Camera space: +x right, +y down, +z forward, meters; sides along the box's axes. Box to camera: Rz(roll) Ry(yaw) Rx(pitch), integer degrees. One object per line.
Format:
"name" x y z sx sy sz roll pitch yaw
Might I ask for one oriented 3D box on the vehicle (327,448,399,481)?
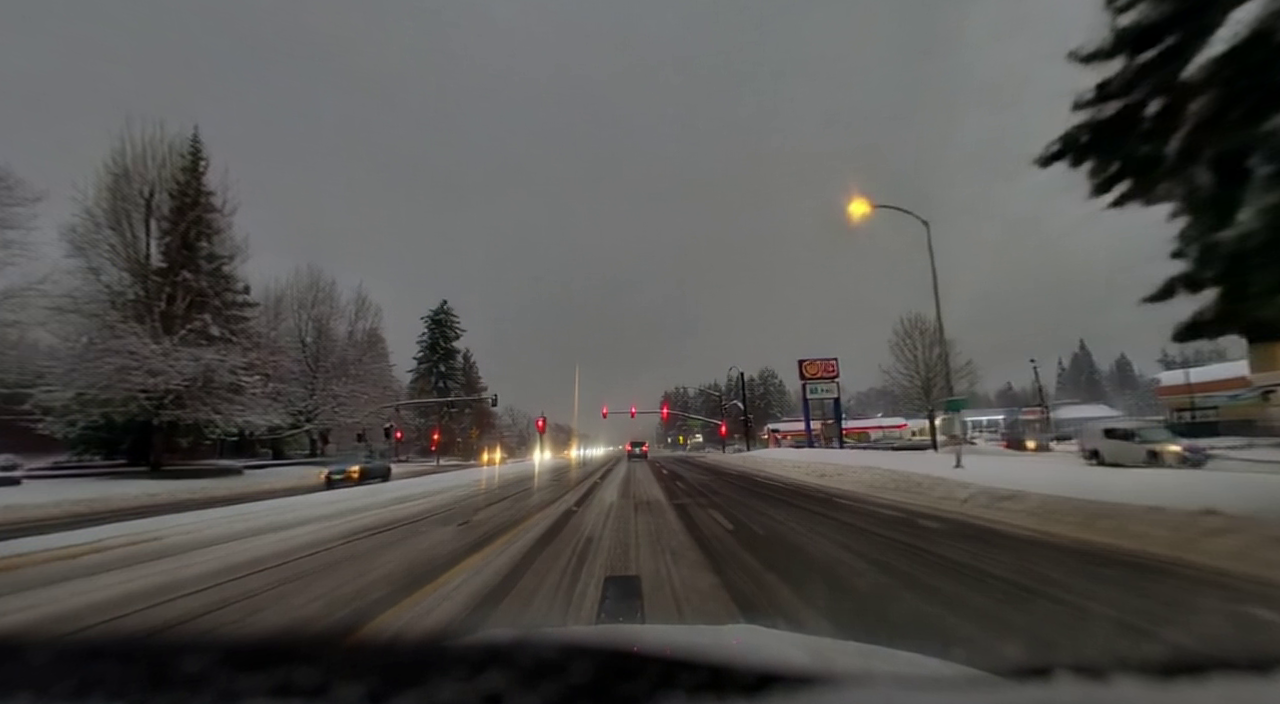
"vehicle" -14.790 6.010 33.991 2.020 1.645 4.146 0 -8 -1

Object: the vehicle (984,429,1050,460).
"vehicle" 19.308 4.776 32.506 1.767 1.466 3.855 -2 -9 14

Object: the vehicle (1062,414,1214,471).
"vehicle" 16.121 2.994 20.831 1.944 1.646 4.594 -2 -9 11
